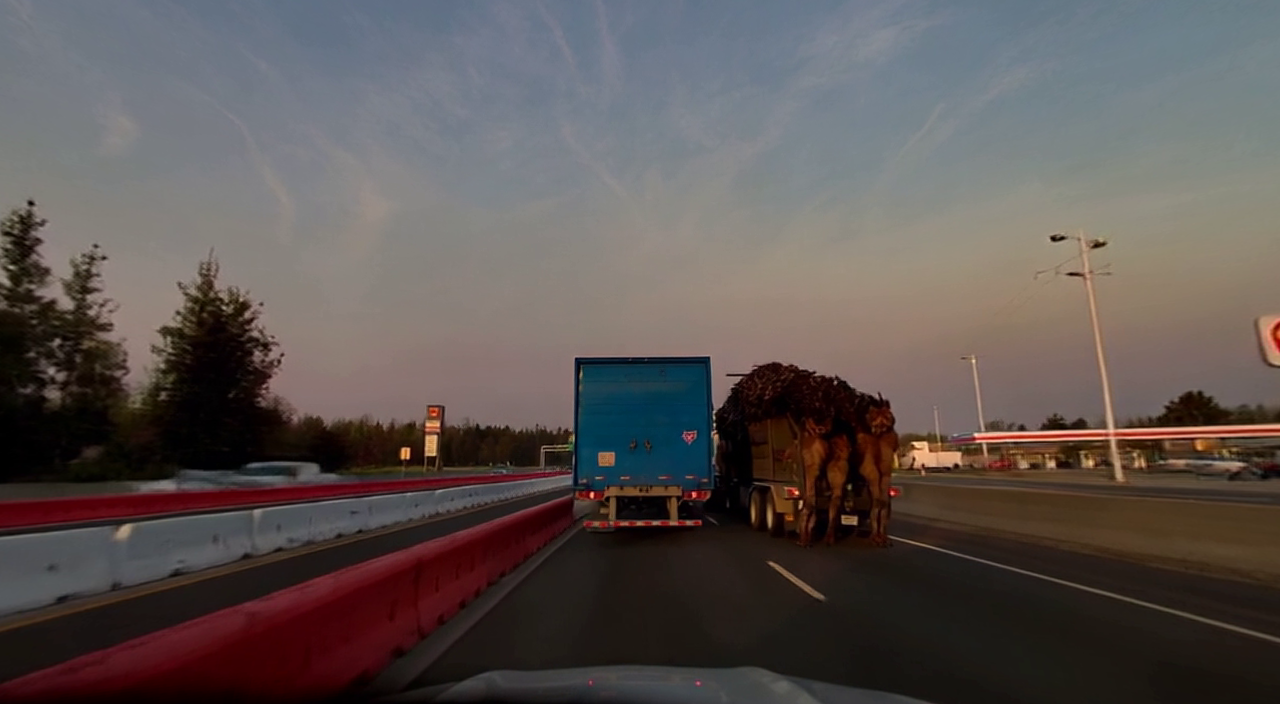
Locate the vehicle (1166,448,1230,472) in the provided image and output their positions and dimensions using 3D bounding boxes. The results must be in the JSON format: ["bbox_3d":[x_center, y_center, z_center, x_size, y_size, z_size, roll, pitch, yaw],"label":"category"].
[{"bbox_3d":[36.864,7.170,41.601,4.315,1.469,1.823,7,-12,-31],"label":"vehicle"}]

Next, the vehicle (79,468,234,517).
[{"bbox_3d":[-16.744,4.862,22.182,1.892,1.507,4.458,1,-10,-1],"label":"vehicle"}]

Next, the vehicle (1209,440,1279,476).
[{"bbox_3d":[31.199,5.289,31.225,1.843,1.655,4.401,1,-10,0],"label":"vehicle"}]

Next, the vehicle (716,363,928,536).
[{"bbox_3d":[4.427,2.901,18.151,2.936,3.640,9.443,1,-10,-2],"label":"vehicle"}]

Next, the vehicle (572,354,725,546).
[{"bbox_3d":[0.068,2.466,15.335,2.618,3.306,8.676,1,-10,-1],"label":"vehicle"}]

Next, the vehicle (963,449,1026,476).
[{"bbox_3d":[24.739,7.762,44.124,1.919,1.722,4.024,1,-10,-2],"label":"vehicle"}]

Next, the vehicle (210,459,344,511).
[{"bbox_3d":[-12.111,4.456,21.428,1.891,1.537,4.321,1,-10,1],"label":"vehicle"}]

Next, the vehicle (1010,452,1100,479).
[{"bbox_3d":[24.602,6.747,37.527,1.762,1.470,4.485,3,-11,-10],"label":"vehicle"}]

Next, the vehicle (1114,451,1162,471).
[{"bbox_3d":[38.412,8.451,48.585,3.565,1.448,1.866,8,-13,-36],"label":"vehicle"}]
